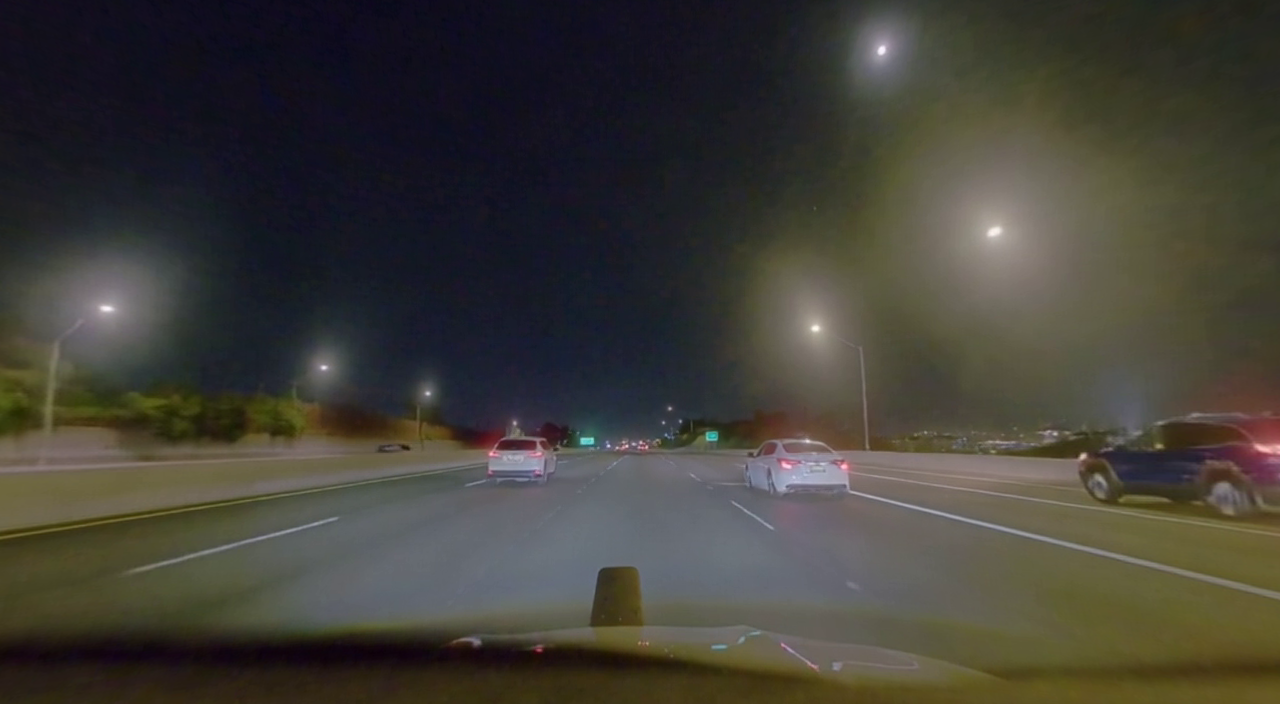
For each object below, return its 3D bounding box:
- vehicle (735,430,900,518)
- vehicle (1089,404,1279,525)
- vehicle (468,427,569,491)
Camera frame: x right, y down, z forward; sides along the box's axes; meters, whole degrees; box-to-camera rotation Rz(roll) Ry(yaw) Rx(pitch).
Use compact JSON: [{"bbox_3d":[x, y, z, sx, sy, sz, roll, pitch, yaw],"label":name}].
[{"bbox_3d":[3.559,2.547,13.814,2.107,1.550,4.949,0,-8,-1],"label":"vehicle"},{"bbox_3d":[11.110,1.937,11.052,2.223,1.865,5.704,0,-8,-1],"label":"vehicle"},{"bbox_3d":[-3.618,3.312,19.785,2.193,1.746,4.512,0,-8,1],"label":"vehicle"}]
